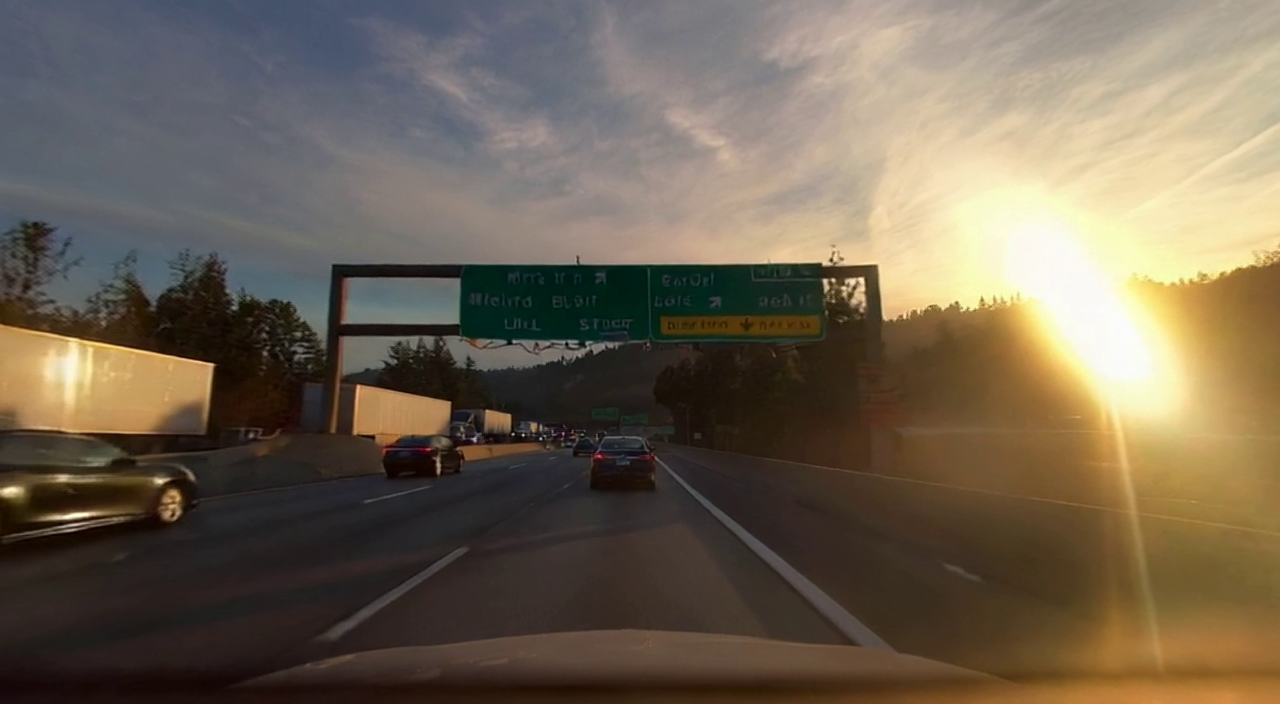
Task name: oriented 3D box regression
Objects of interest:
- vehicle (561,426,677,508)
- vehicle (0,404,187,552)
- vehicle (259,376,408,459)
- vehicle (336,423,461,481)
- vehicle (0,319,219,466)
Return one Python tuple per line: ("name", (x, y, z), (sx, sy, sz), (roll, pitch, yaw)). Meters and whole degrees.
("vehicle", (-0.373, 2.435, 13.881), (2.127, 1.497, 4.445), (0, -8, 0))
("vehicle", (-7.728, 1.422, 7.277), (2.088, 1.531, 3.791), (0, -8, 1))
("vehicle", (-15.091, 3.512, 32.061), (3.034, 3.627, 9.026), (0, -8, 0))
("vehicle", (-7.688, 3.234, 20.590), (2.325, 1.663, 4.426), (0, -8, 0))
("vehicle", (-18.945, 1.294, 18.415), (2.886, 3.979, 15.186), (0, -8, 0))
